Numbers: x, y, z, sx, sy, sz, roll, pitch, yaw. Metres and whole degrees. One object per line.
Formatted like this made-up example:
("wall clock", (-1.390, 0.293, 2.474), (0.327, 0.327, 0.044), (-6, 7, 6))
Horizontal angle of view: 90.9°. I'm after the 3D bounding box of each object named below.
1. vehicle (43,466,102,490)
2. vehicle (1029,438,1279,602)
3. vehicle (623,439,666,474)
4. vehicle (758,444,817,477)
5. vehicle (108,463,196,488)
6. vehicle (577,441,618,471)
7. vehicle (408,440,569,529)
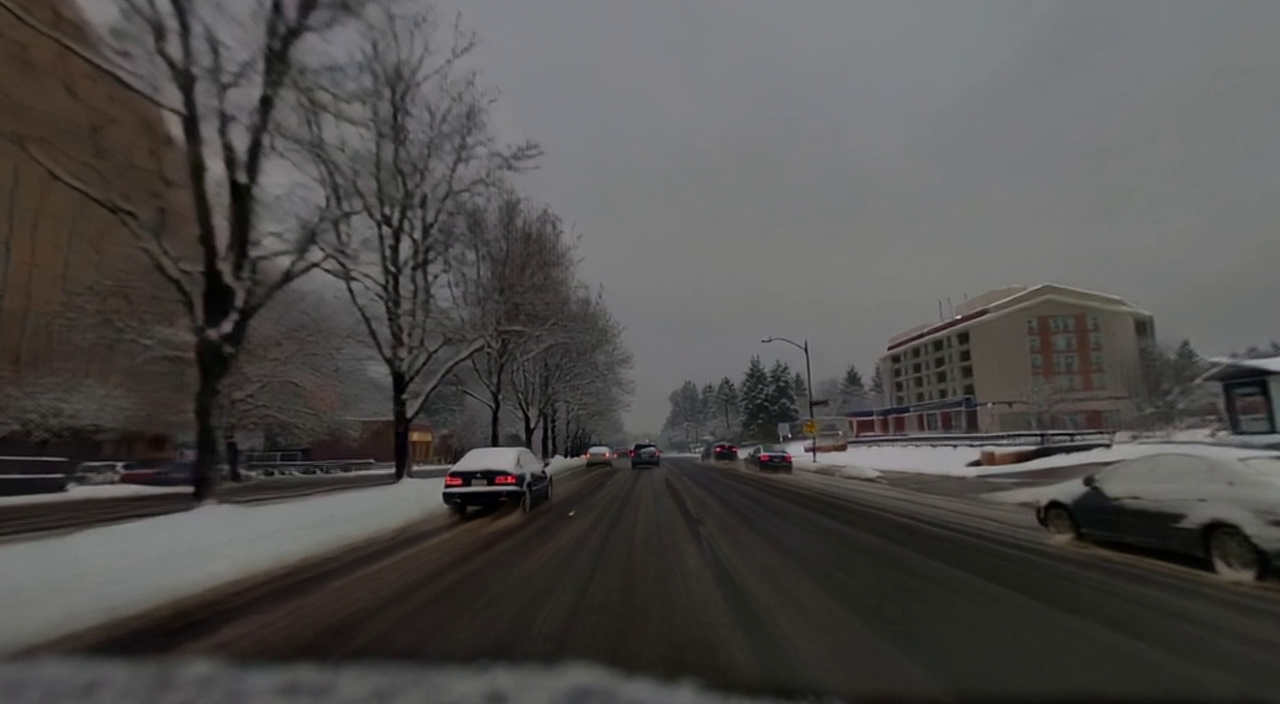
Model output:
("vehicle", (-43.189, 9.543, 47.964), (4.214, 1.644, 1.902), (-5, -10, 28))
("vehicle", (6.715, 1.710, 6.989), (1.865, 1.458, 4.605), (0, -9, 0))
("vehicle", (0.287, 5.914, 35.833), (2.304, 1.795, 4.526), (0, -9, 1))
("vehicle", (6.974, 5.162, 30.209), (1.884, 1.458, 4.245), (0, -9, 1))
("vehicle", (-34.019, 8.610, 44.118), (4.652, 1.472, 1.932), (5, -10, -32))
("vehicle", (-2.632, 6.599, 40.109), (2.117, 1.799, 4.442), (-1, -9, 2))
("vehicle", (-2.826, 2.579, 12.940), (2.095, 1.486, 4.411), (0, -9, 2))
